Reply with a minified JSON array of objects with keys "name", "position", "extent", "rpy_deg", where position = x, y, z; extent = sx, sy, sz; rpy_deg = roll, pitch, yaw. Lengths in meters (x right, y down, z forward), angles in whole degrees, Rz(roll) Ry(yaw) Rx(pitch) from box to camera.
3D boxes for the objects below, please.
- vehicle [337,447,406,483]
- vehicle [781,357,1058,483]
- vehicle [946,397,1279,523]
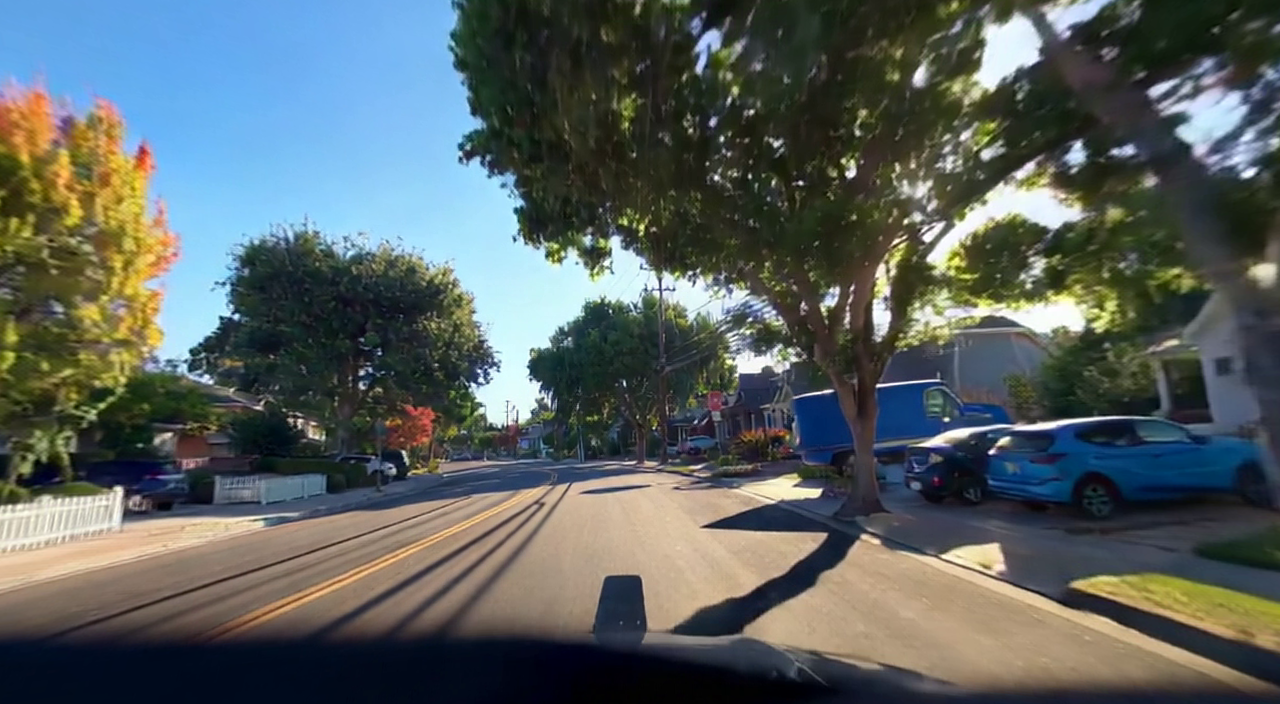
[{"name":"vehicle","position":[-12.884,5.421,30.640],"extent":[2.390,1.431,4.253],"rpy_deg":[0,-7,-13]},{"name":"vehicle","position":[8.290,2.074,19.241],"extent":[7.115,3.010,2.378],"rpy_deg":[-4,-8,-5]},{"name":"vehicle","position":[7.566,1.646,9.921],"extent":[4.412,1.565,1.957],"rpy_deg":[-3,-8,0]}]
